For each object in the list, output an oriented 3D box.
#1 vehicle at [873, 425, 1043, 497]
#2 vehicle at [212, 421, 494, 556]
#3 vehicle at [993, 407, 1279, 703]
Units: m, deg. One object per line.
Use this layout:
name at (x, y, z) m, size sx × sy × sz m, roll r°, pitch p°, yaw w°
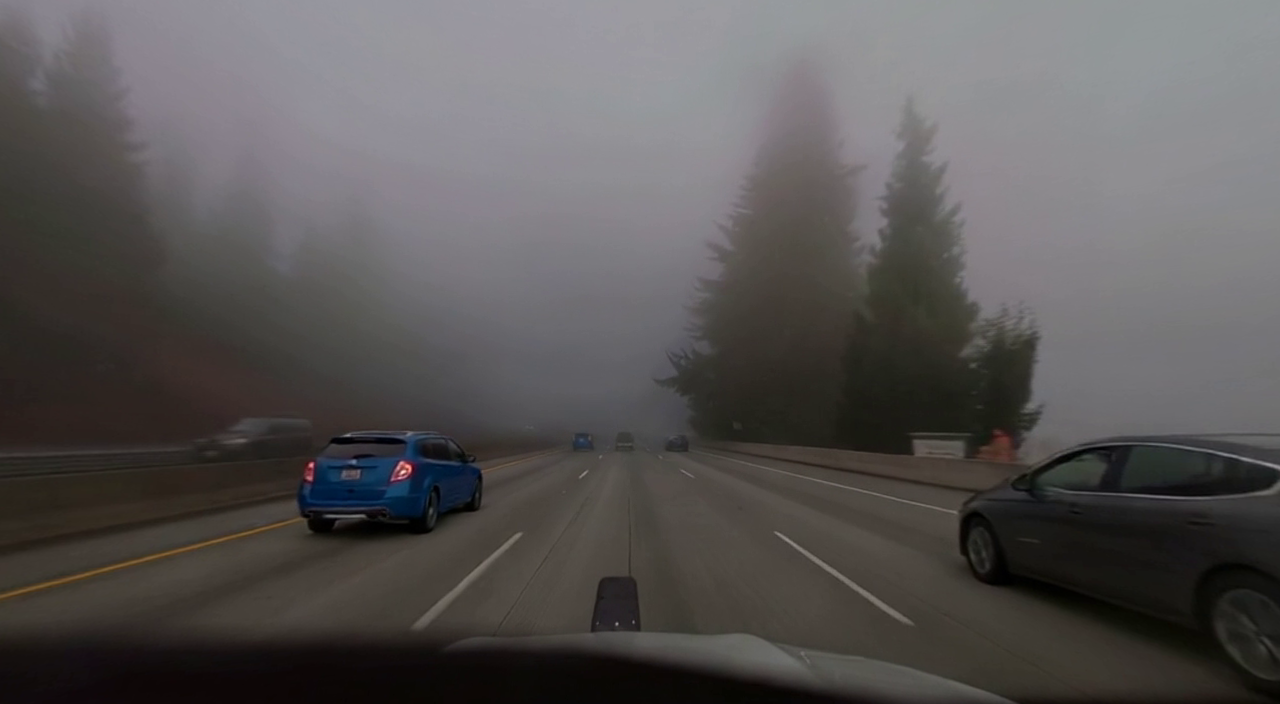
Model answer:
vehicle at (8.420, 2.902, 17.289) m, size 2.156 × 1.679 × 4.492 m, roll 0°, pitch -8°, yaw -2°
vehicle at (-3.876, 1.902, 9.740) m, size 2.032 × 1.535 × 4.889 m, roll 0°, pitch -8°, yaw 0°
vehicle at (3.797, 1.054, 3.055) m, size 1.883 × 1.536 × 3.792 m, roll 0°, pitch -8°, yaw -2°
